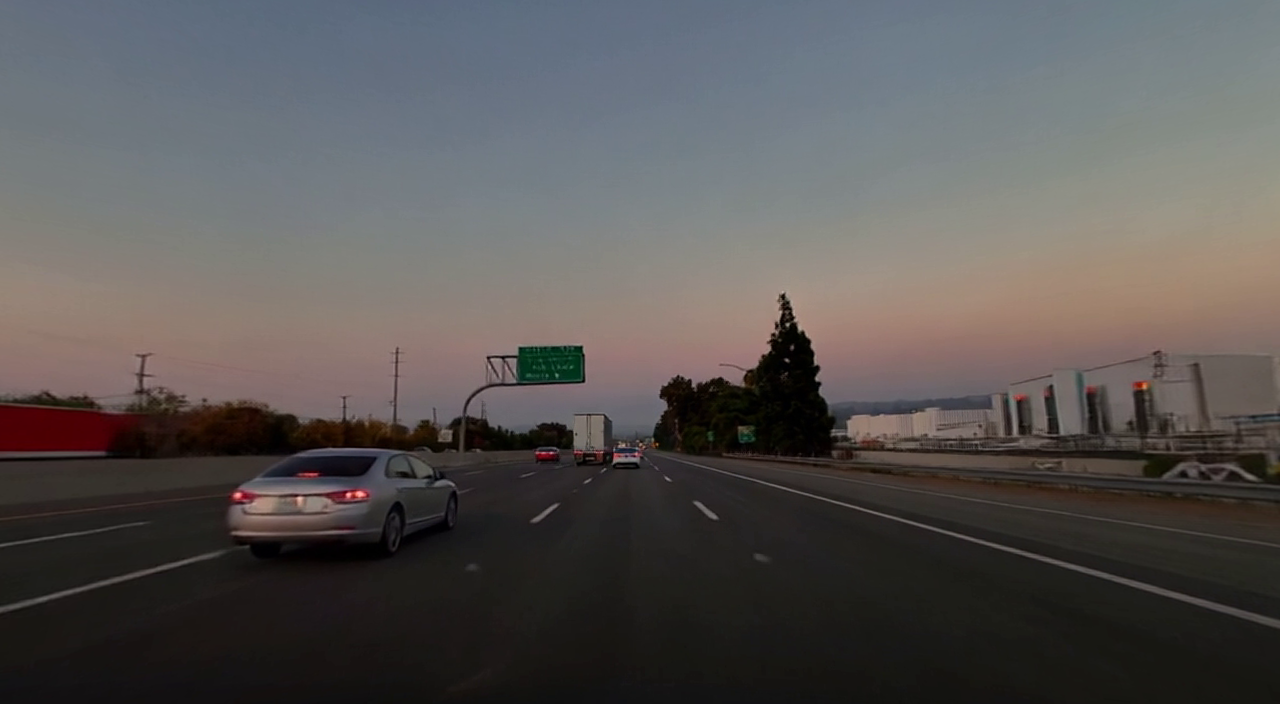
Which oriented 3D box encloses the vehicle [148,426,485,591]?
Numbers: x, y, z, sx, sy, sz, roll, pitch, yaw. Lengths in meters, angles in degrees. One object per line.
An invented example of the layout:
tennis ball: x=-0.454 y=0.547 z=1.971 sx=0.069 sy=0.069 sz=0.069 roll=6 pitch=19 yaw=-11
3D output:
vehicle: x=-3.549 y=1.790 z=8.112 sx=1.997 sy=1.507 sz=4.391 roll=0 pitch=-9 yaw=0

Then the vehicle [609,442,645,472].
vehicle: x=-0.719 y=6.269 z=37.834 sx=2.033 sy=1.669 sz=4.112 roll=0 pitch=-9 yaw=0

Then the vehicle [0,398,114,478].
vehicle: x=-34.619 y=4.248 z=31.274 sx=2.900 sy=4.070 sz=16.667 roll=0 pitch=-9 yaw=0
